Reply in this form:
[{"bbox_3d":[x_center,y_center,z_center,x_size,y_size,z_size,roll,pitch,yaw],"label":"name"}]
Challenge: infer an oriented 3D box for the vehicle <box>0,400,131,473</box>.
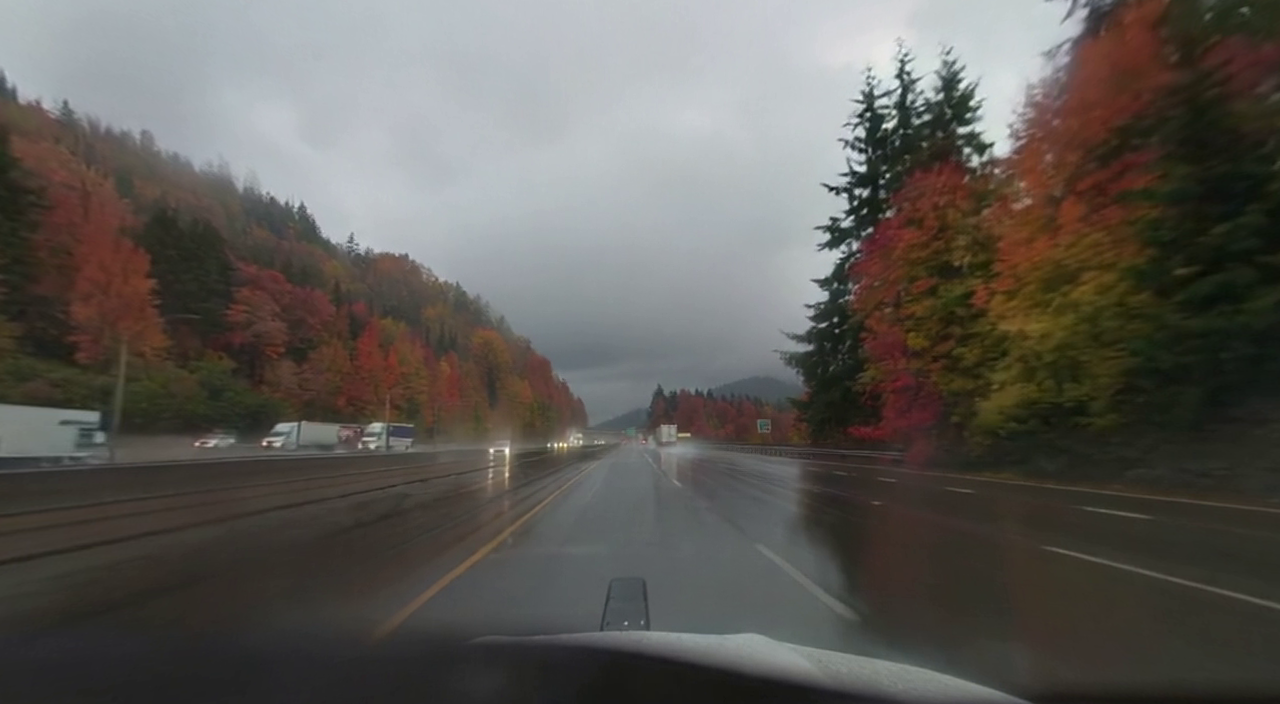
[{"bbox_3d":[-32.502,4.665,33.846,3.022,3.420,8.632,-3,-9,-1],"label":"vehicle"}]
